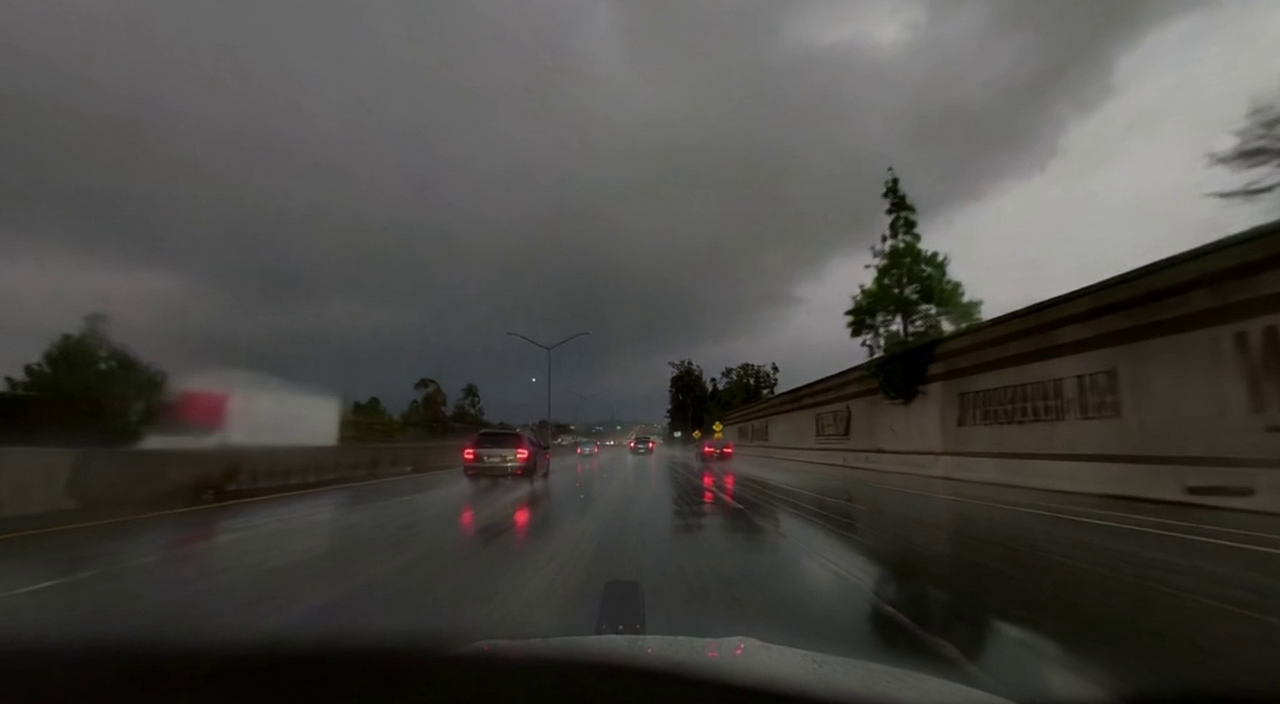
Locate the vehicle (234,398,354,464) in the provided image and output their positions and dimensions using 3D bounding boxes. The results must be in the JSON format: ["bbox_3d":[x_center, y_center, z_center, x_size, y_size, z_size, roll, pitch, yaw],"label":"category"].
[{"bbox_3d":[-20.996,4.969,38.876,2.782,3.650,7.779,0,-9,1],"label":"vehicle"}]

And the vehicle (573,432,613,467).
[{"bbox_3d":[-3.146,6.676,43.114,2.378,2.214,4.352,0,-9,0],"label":"vehicle"}]

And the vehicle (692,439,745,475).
[{"bbox_3d":[4.115,5.611,33.883,2.224,1.752,4.487,0,-9,-1],"label":"vehicle"}]

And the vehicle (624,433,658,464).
[{"bbox_3d":[0.094,7.512,49.023,2.485,2.215,5.199,0,-9,0],"label":"vehicle"}]

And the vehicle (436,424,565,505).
[{"bbox_3d":[-3.504,2.961,17.097,2.184,1.819,5.441,0,-9,1],"label":"vehicle"}]

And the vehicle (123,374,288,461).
[{"bbox_3d":[-20.980,3.368,31.056,3.039,3.834,6.726,0,-9,1],"label":"vehicle"}]
